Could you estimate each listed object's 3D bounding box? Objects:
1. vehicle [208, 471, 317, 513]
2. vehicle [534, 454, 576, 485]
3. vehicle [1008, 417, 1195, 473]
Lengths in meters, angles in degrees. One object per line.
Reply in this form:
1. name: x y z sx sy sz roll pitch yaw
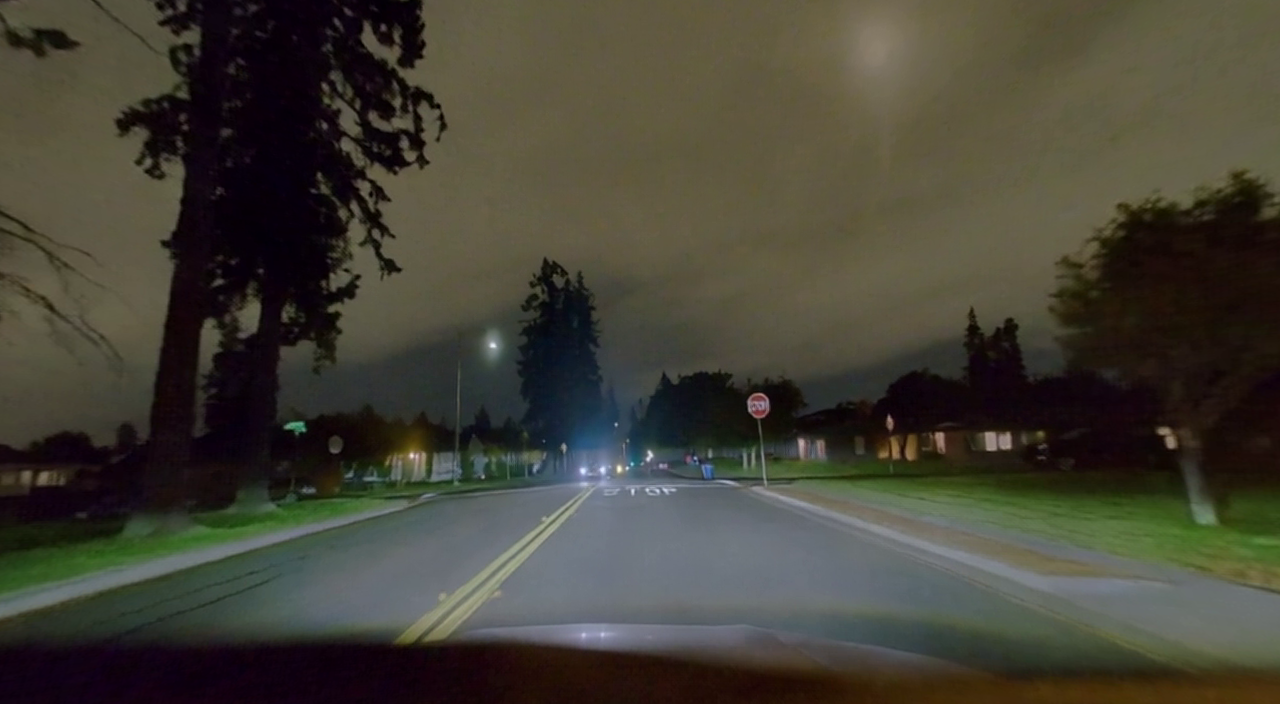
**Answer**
1. vehicle: -18.516 6.875 31.078 4.274 1.626 2.093 -6 -9 11
2. vehicle: -6.021 8.424 45.459 2.149 1.823 4.613 -6 -9 1
3. vehicle: 16.758 3.442 23.247 4.982 1.874 2.133 -3 -9 12
